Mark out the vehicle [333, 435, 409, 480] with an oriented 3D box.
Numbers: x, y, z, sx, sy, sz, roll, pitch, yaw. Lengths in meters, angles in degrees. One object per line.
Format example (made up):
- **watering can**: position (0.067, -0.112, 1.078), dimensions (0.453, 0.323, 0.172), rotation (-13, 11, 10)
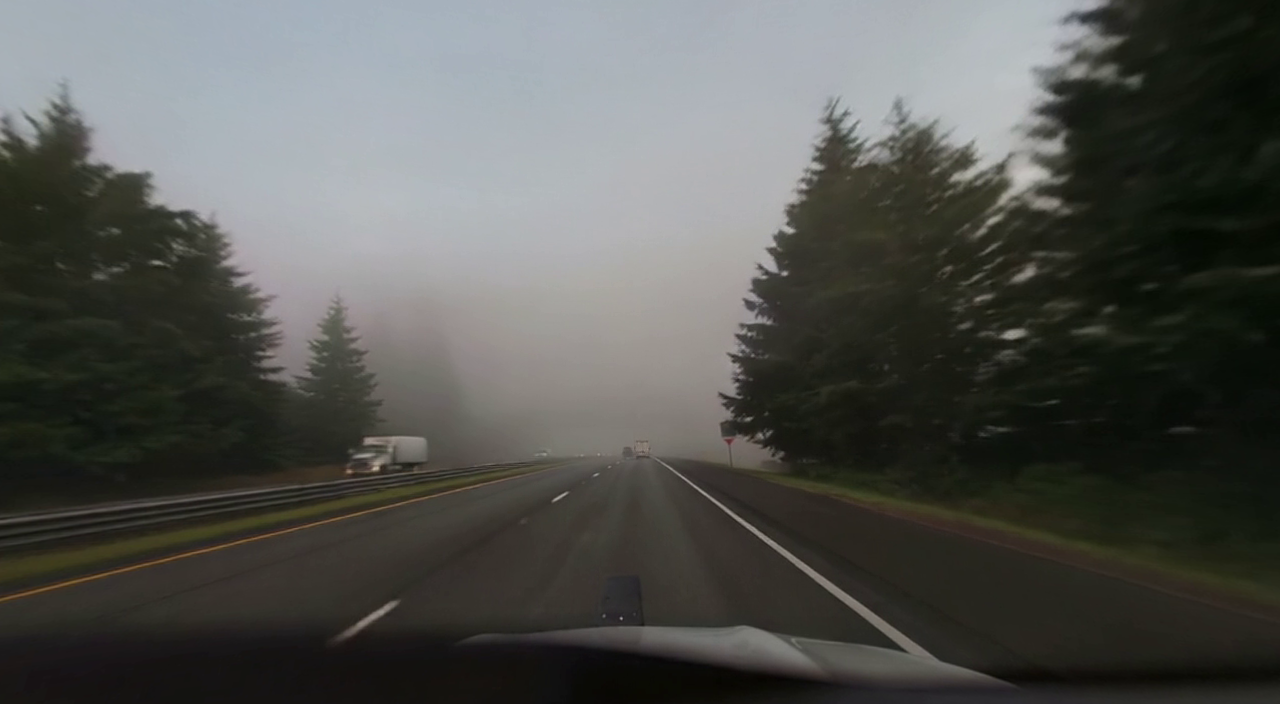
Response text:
- **vehicle**: position (-17.012, 6.667, 40.282), dimensions (2.243, 2.618, 5.756), rotation (0, -9, 0)
